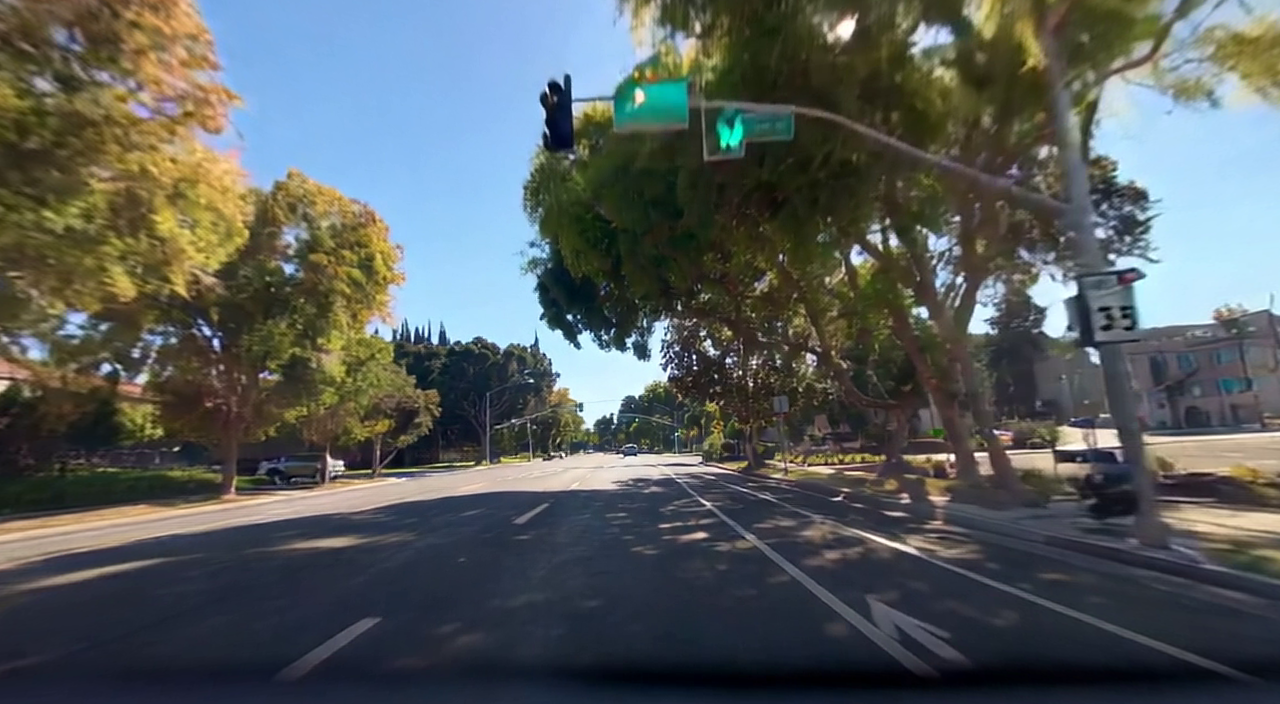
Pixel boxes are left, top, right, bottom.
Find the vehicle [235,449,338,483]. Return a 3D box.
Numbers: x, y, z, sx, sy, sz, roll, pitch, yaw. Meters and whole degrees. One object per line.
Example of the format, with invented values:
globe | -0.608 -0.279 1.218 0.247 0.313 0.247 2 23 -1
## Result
vehicle | -20.911 6.758 37.562 4.849 1.899 2.063 1 -9 -5
